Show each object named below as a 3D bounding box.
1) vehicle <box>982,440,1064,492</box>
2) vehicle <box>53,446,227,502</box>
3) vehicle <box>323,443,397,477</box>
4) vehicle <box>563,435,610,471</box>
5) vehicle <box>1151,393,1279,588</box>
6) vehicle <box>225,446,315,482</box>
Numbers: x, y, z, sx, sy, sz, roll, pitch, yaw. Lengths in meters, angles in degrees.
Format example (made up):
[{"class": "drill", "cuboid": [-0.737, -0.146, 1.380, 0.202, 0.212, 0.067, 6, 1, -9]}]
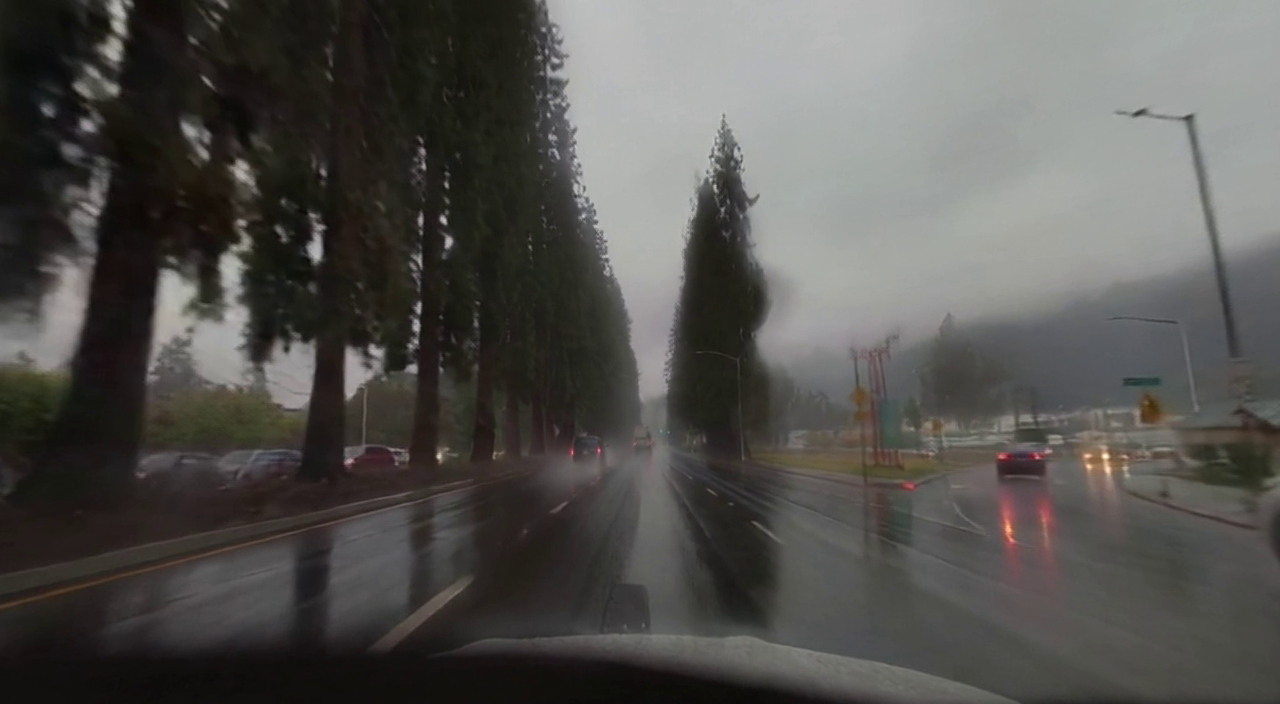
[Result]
[{"class": "vehicle", "cuboid": [14.406, 4.241, 23.965, 2.280, 1.757, 4.572, -5, -10, 28]}, {"class": "vehicle", "cuboid": [-16.587, 4.015, 21.300, 2.042, 1.654, 4.603, 0, -9, 1]}, {"class": "vehicle", "cuboid": [-16.129, 6.213, 36.616, 2.182, 1.790, 4.713, 0, -8, 0]}, {"class": "vehicle", "cuboid": [-3.072, 5.941, 37.264, 2.255, 1.940, 4.822, 0, -8, 1]}, {"class": "vehicle", "cuboid": [7.631, 1.276, 5.424, 2.381, 2.008, 5.971, -2, -9, 11]}, {"class": "vehicle", "cuboid": [-19.945, 6.060, 34.258, 2.036, 1.770, 4.623, 1, -10, 0]}]
